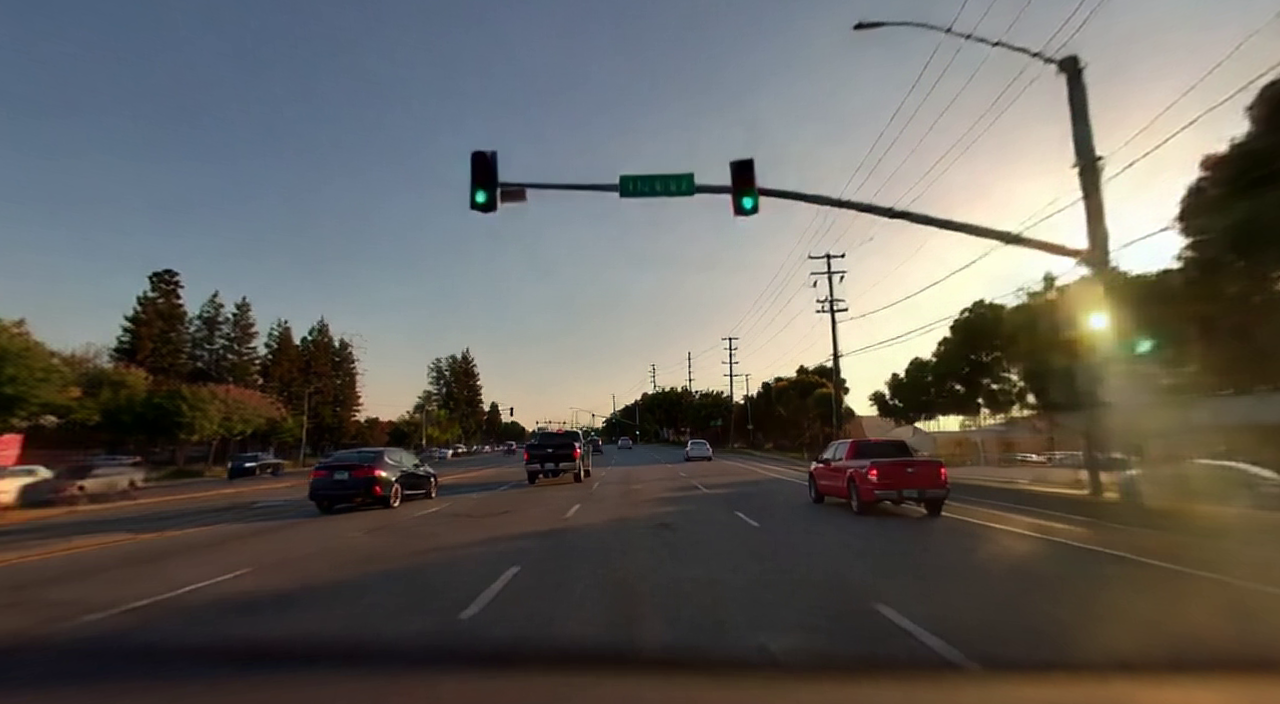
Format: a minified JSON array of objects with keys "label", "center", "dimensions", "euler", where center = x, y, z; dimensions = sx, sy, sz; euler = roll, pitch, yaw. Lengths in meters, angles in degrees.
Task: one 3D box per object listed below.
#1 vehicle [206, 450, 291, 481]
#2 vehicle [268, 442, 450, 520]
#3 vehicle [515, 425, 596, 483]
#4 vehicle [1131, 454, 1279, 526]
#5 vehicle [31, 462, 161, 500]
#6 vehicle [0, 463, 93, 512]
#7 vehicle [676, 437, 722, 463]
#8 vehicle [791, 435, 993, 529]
[{"label":"vehicle","center":[-28.133,8.151,45.716],"dimensions":[2.218,2.034,6.104],"euler":[0,-9,0]},{"label":"vehicle","center":[-6.238,2.881,14.795],"dimensions":[2.035,1.497,4.723],"euler":[0,-9,1]},{"label":"vehicle","center":[-3.139,4.018,25.055],"dimensions":[2.467,1.991,6.089],"euler":[0,-9,-1]},{"label":"vehicle","center":[16.519,3.735,17.716],"dimensions":[2.002,1.681,4.507],"euler":[-1,-9,3]},{"label":"vehicle","center":[-24.669,5.837,28.926],"dimensions":[1.916,1.471,4.574],"euler":[0,-9,-1]},{"label":"vehicle","center":[-21.288,4.516,21.193],"dimensions":[1.855,1.457,4.533],"euler":[0,-9,-1]},{"label":"vehicle","center":[3.474,5.886,38.093],"dimensions":[2.071,1.435,4.226],"euler":[0,-9,-4]},{"label":"vehicle","center":[4.482,2.362,12.156],"dimensions":[1.840,1.428,4.602],"euler":[0,-9,-2]}]
